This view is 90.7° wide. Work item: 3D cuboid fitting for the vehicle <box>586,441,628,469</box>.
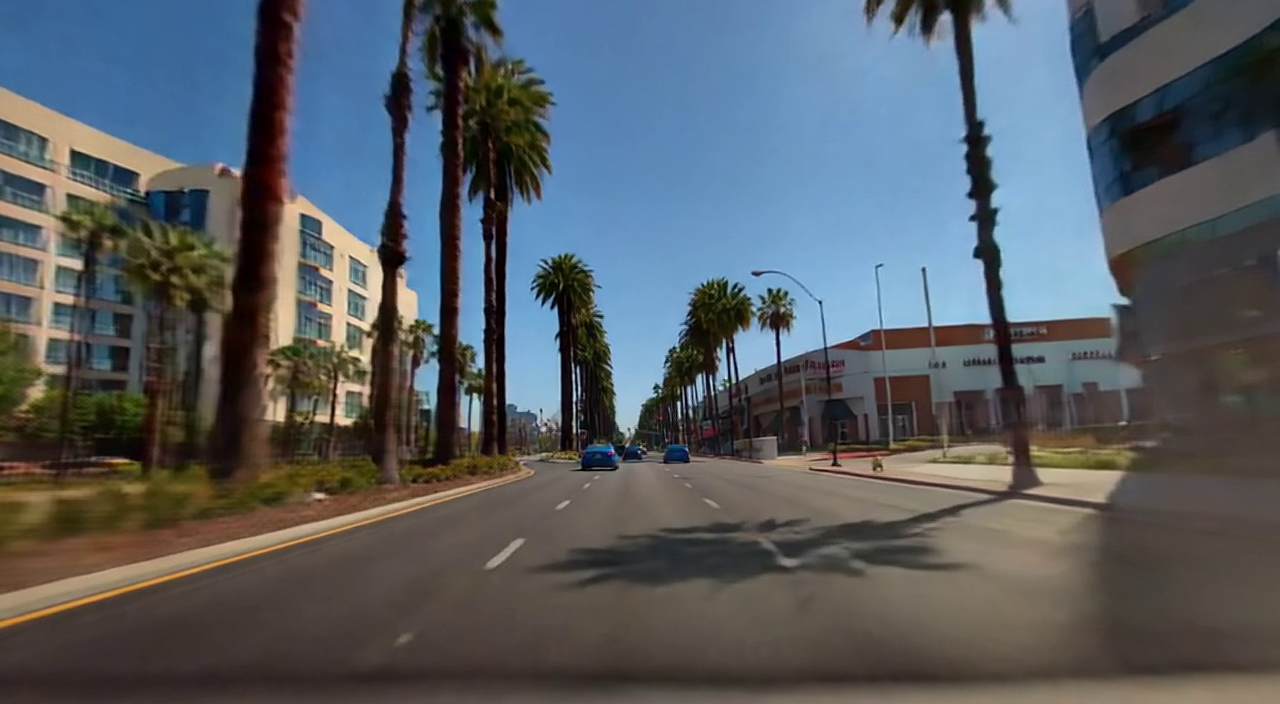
[{"bbox_3d":[-1.984,6.440,39.560,2.160,1.615,4.117,-1,-9,4],"label":"vehicle"}]
